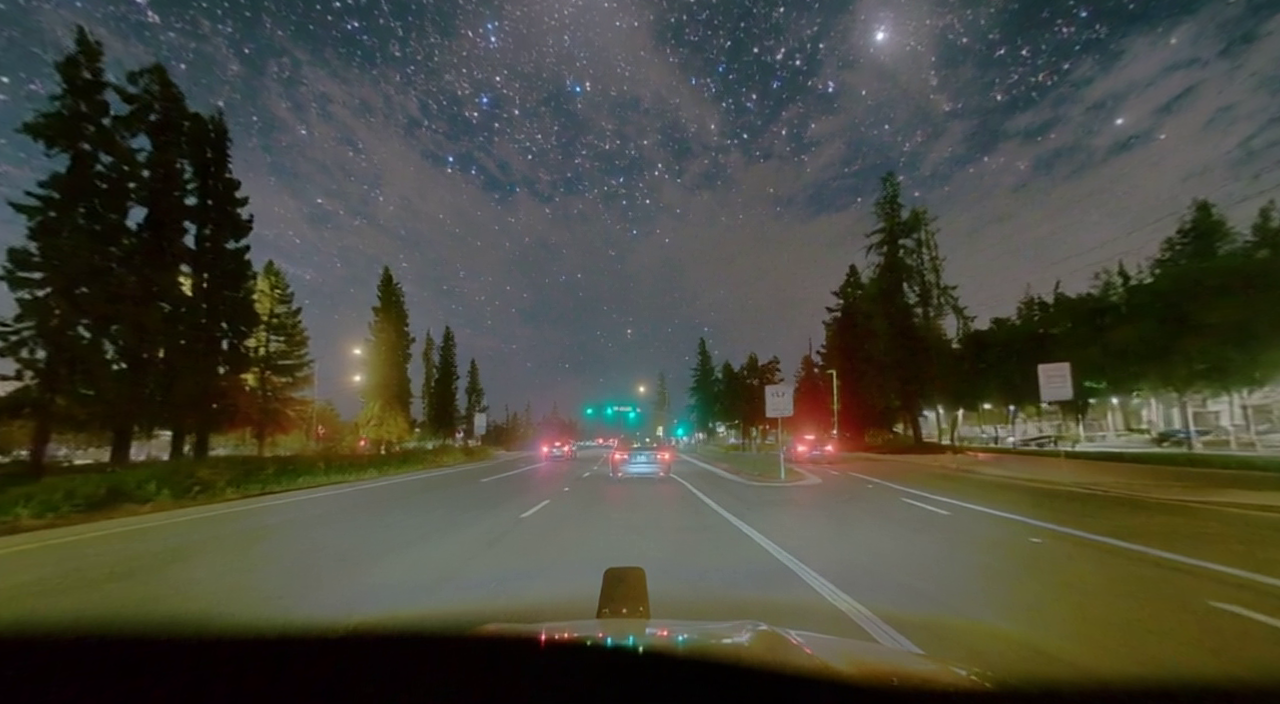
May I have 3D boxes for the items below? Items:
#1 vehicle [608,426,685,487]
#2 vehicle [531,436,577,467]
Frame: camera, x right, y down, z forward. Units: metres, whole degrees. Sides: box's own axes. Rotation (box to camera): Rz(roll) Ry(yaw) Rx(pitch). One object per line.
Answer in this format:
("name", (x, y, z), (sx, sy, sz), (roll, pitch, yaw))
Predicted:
("vehicle", (0.151, 3.211, 19.554), (2.135, 1.691, 3.884), (0, -9, -1))
("vehicle", (-4.528, 5.339, 33.804), (1.950, 1.563, 3.727), (0, -9, 0))
